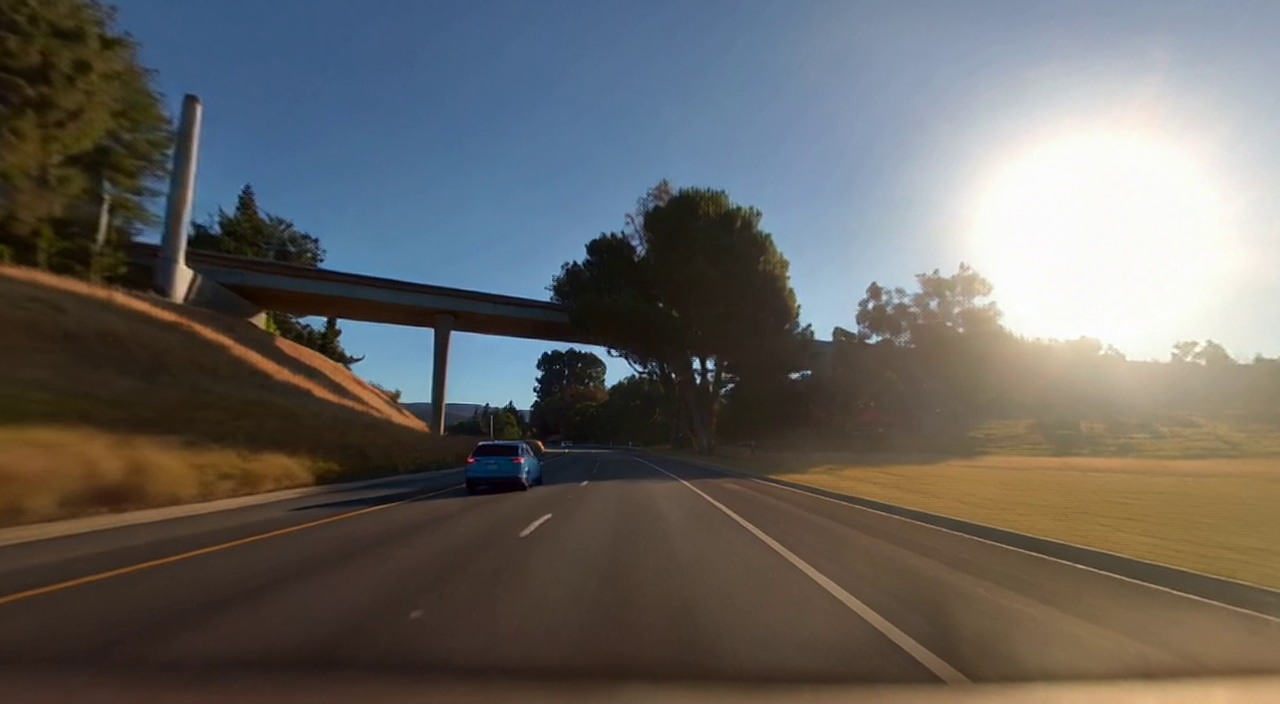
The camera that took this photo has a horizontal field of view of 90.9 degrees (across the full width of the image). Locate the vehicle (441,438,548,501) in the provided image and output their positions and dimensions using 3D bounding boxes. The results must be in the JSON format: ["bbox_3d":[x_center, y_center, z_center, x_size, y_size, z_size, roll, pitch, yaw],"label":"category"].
[{"bbox_3d":[-3.891,3.215,17.755,1.968,1.503,4.443,0,-8,0],"label":"vehicle"}]
